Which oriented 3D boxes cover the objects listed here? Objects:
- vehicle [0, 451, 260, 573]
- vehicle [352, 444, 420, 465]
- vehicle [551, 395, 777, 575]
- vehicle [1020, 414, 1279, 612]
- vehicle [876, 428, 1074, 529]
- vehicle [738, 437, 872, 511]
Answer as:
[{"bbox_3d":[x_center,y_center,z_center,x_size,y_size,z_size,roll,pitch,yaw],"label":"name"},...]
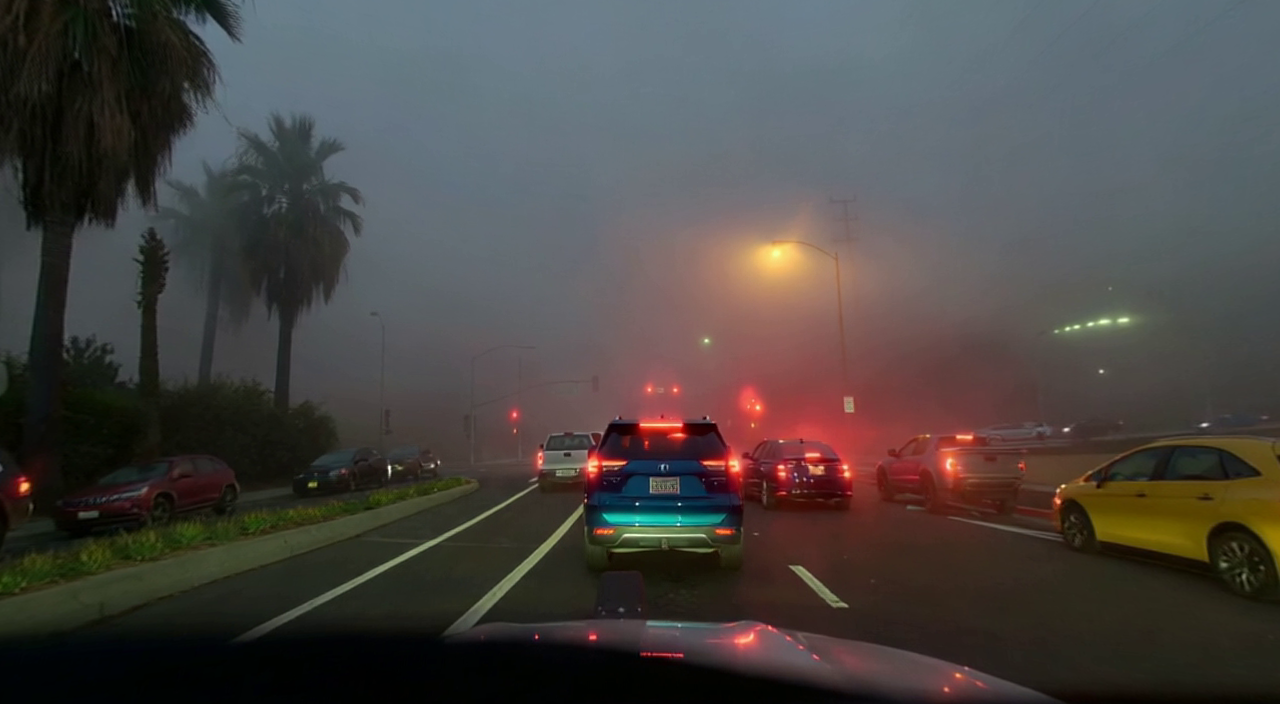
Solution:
[{"bbox_3d":[-9.587,2.804,11.874,2.054,1.467,4.595,-3,-5,1],"label":"vehicle"},{"bbox_3d":[-18.696,7.506,46.629,1.759,1.457,4.297,-7,-11,37],"label":"vehicle"},{"bbox_3d":[0.254,1.656,8.564,2.264,1.798,4.258,0,-8,1],"label":"vehicle"},{"bbox_3d":[6.434,1.595,6.937,1.935,1.672,4.139,0,-8,1],"label":"vehicle"},{"bbox_3d":[6.663,2.523,13.243,1.930,1.736,4.329,-1,-8,3],"label":"vehicle"},{"bbox_3d":[3.721,2.822,15.177,2.021,1.480,4.402,0,-8,0],"label":"vehicle"}]
